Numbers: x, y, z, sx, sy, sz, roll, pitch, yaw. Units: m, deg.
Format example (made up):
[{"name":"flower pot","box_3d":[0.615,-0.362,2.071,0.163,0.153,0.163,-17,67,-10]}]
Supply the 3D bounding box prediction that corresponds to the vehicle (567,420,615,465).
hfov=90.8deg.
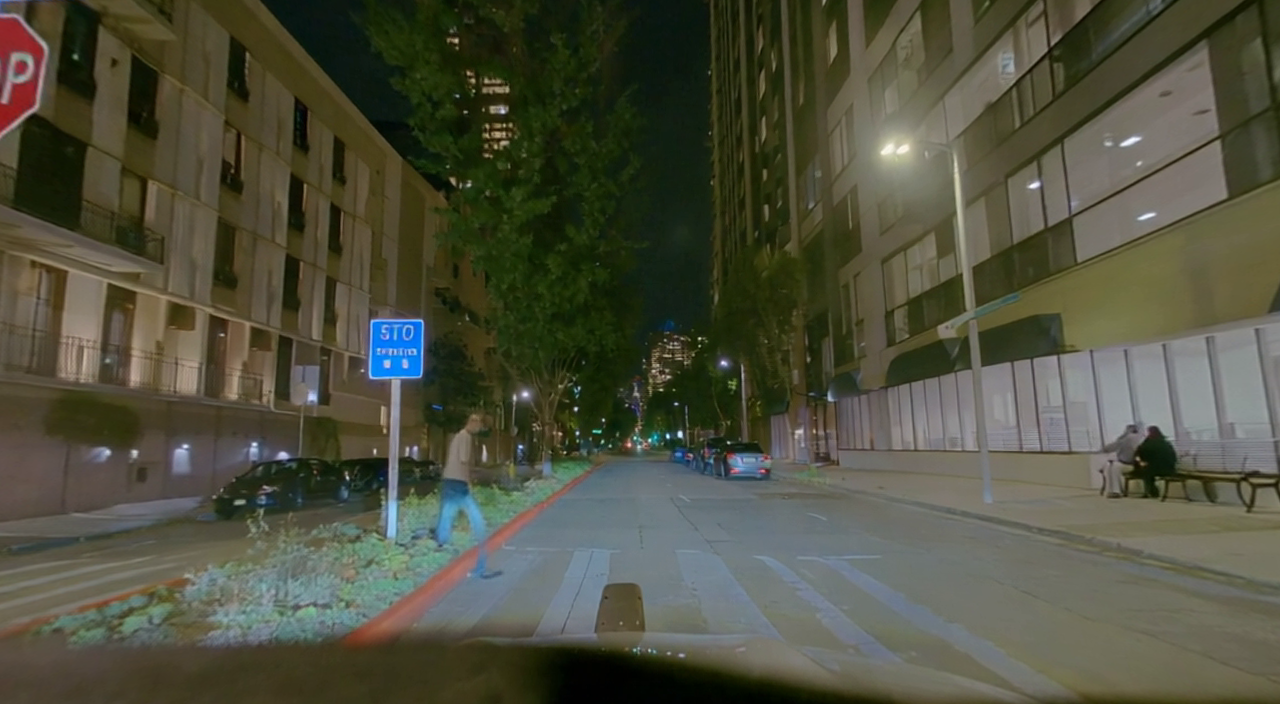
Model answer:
[{"name":"vehicle","box_3d":[-2.988,5.766,40.175,2.317,2.596,6.053,0,-8,3]}]

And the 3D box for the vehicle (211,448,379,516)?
[{"name":"vehicle","box_3d":[-8.795,3.308,16.635,2.007,1.503,4.343,0,-8,-1]}]

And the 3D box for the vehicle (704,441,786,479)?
[{"name":"vehicle","box_3d":[4.583,4.571,27.112,1.858,1.491,4.329,-5,-10,33]}]

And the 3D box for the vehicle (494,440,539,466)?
[{"name":"vehicle","box_3d":[-8.848,7.271,45.736,2.256,1.802,4.333,0,-8,2]}]
